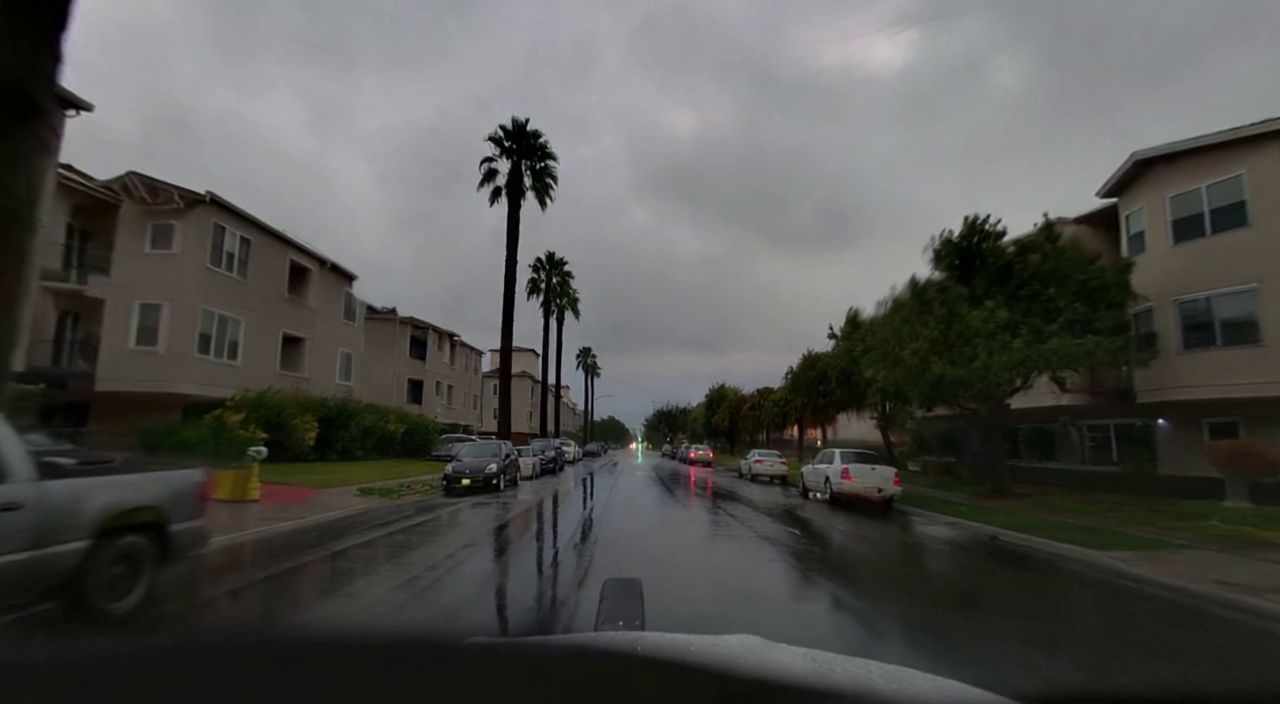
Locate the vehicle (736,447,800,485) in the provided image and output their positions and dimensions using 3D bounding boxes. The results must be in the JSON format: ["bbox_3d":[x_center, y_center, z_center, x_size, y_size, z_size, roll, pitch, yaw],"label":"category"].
[{"bbox_3d":[5.328,4.790,26.772,1.812,1.461,3.575,0,-8,-2],"label":"vehicle"}]

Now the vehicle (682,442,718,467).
[{"bbox_3d":[4.419,7.642,47.322,1.969,1.782,4.677,1,-9,-4],"label":"vehicle"}]

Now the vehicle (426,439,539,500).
[{"bbox_3d":[-4.483,3.419,18.851,2.066,1.506,4.719,1,-9,1],"label":"vehicle"}]

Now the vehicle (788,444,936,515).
[{"bbox_3d":[5.485,3.188,16.372,2.121,1.568,4.473,0,-8,-1],"label":"vehicle"}]

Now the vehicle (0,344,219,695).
[{"bbox_3d":[-4.610,0.784,2.641,1.999,1.945,5.026,1,-8,3],"label":"vehicle"}]
